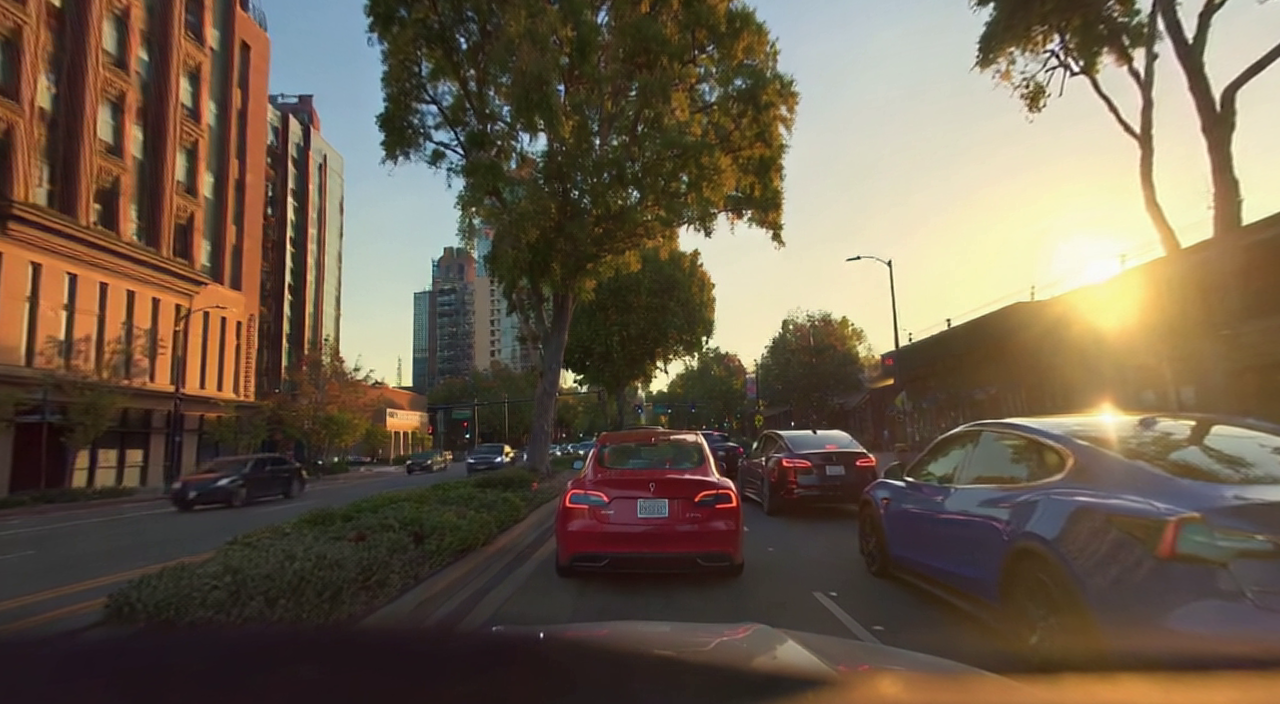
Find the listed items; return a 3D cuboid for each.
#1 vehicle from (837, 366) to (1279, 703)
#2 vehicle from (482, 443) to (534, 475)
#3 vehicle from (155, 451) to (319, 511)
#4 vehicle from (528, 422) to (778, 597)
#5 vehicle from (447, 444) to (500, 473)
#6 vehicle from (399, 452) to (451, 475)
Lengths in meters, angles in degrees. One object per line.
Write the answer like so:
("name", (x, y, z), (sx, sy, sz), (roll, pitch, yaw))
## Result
("vehicle", (3.203, 1.195, 4.640), (2.038, 1.651, 4.455), (0, -8, 0))
("vehicle", (-7.360, 6.001, 35.556), (1.968, 1.682, 4.213), (0, -8, 1))
("vehicle", (-11.582, 3.694, 18.553), (1.917, 1.506, 4.280), (0, -8, 1))
("vehicle", (0.116, 1.645, 7.439), (2.137, 1.488, 3.938), (0, -8, 0))
("vehicle", (-10.987, 7.027, 41.856), (2.122, 1.786, 4.757), (0, -8, 1))
("vehicle", (-14.670, 7.605, 43.271), (1.999, 1.462, 4.200), (0, -8, 1))
